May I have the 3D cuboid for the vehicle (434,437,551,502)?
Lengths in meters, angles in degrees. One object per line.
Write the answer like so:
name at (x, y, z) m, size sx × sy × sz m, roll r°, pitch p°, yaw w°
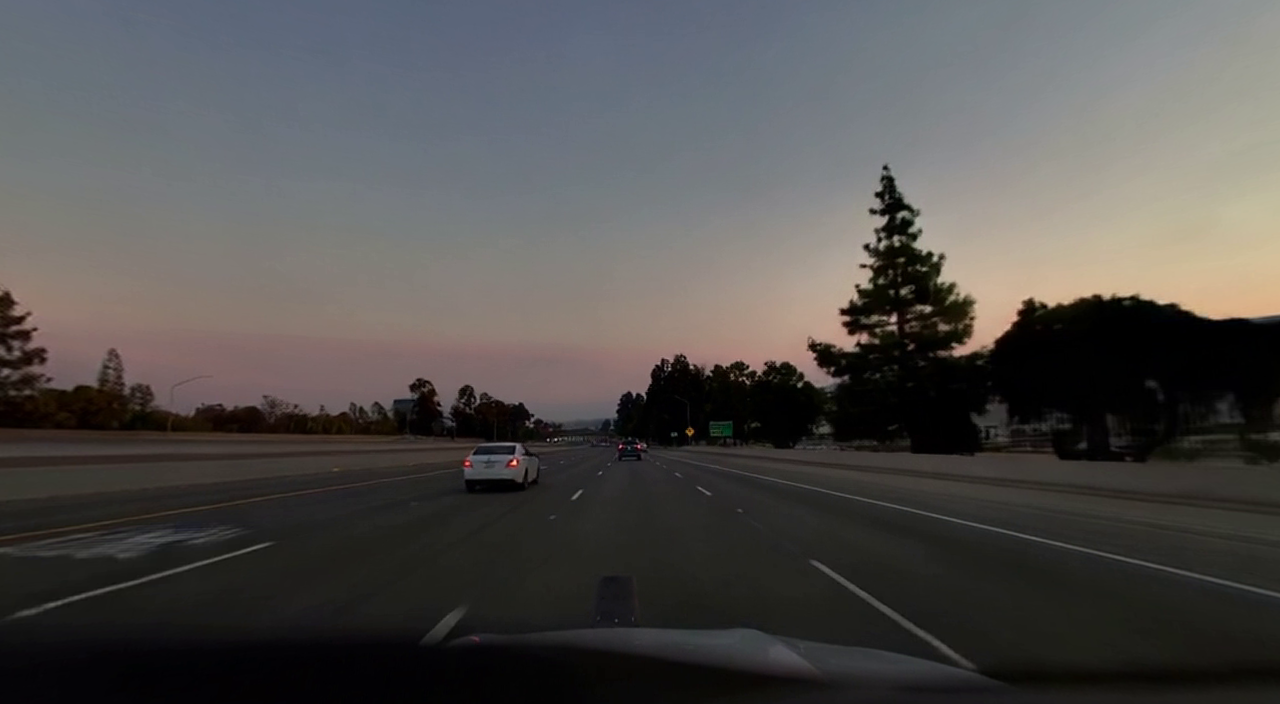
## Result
vehicle at (-3.954, 3.235, 17.968) m, size 2.140 × 1.574 × 4.946 m, roll 0°, pitch -8°, yaw 0°

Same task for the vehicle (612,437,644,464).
vehicle at (-0.872, 7.356, 47.191) m, size 2.269 × 1.924 × 4.596 m, roll 0°, pitch -8°, yaw -1°
